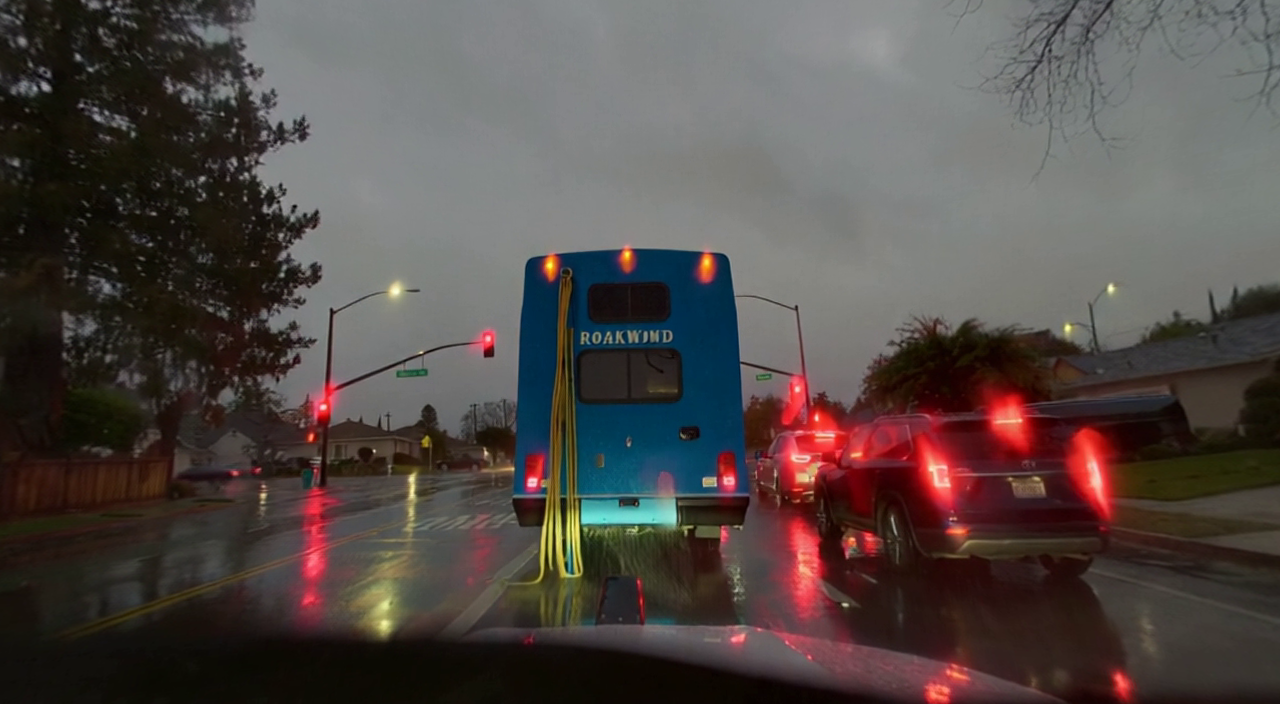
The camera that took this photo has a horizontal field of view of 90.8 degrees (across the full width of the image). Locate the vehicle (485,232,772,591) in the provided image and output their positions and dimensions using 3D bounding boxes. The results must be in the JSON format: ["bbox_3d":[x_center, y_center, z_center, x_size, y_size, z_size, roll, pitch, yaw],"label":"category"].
[{"bbox_3d":[-0.117,1.122,10.279,2.709,3.511,8.213,0,-9,0],"label":"vehicle"}]

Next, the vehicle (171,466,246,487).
[{"bbox_3d":[-32.714,9.399,47.949,4.311,1.458,1.707,0,-9,-3],"label":"vehicle"}]

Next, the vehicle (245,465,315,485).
[{"bbox_3d":[-27.412,9.348,48.142,4.187,1.445,1.809,0,-9,0],"label":"vehicle"}]

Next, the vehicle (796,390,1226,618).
[{"bbox_3d":[3.407,1.493,7.130,2.104,1.735,4.408,0,-9,0],"label":"vehicle"}]
